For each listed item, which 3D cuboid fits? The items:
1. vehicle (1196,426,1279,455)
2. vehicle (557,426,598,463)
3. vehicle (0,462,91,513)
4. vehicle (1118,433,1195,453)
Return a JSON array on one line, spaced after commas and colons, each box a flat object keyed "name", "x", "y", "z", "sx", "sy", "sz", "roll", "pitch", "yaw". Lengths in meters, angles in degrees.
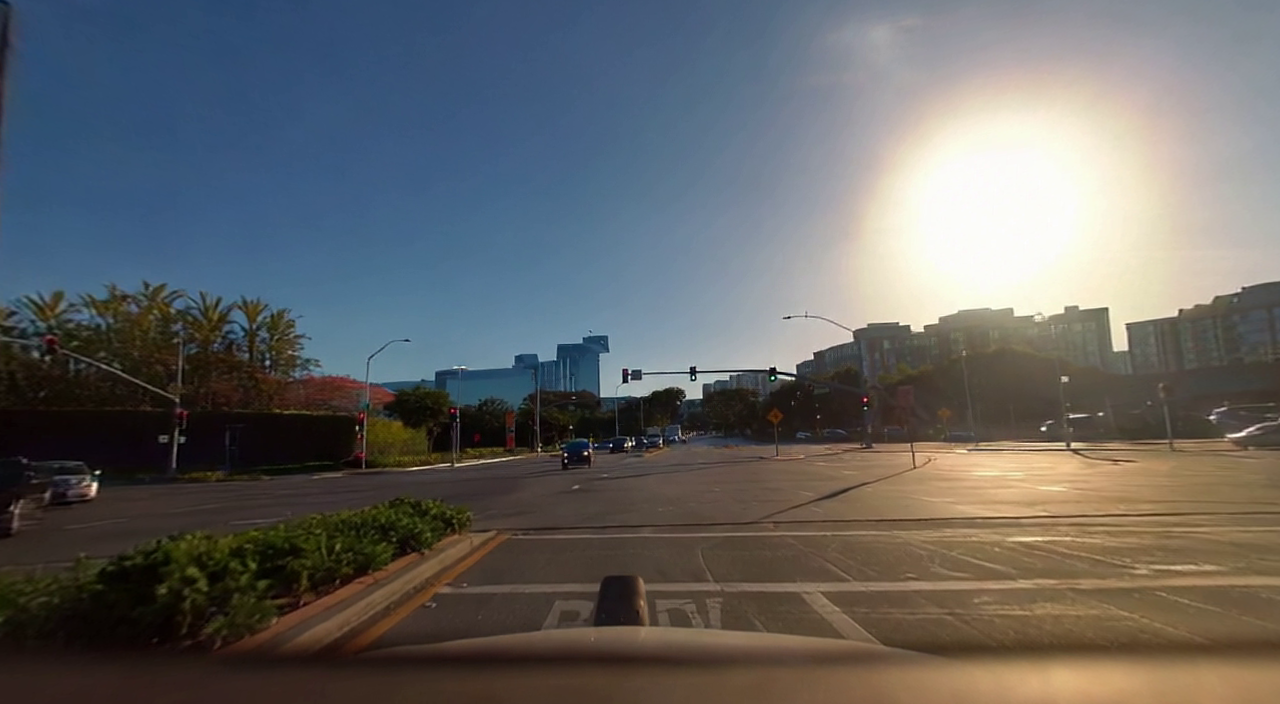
[{"name": "vehicle", "x": 40.097, "y": 5.885, "z": 41.873, "sx": 2.173, "sy": 1.751, "sz": 4.931, "roll": -1, "pitch": -8, "yaw": 5}, {"name": "vehicle", "x": -4.602, "y": 6.953, "z": 47.478, "sx": 2.522, "sy": 2.605, "sz": 6.598, "roll": 0, "pitch": -8, "yaw": -1}, {"name": "vehicle", "x": -24.458, "y": 5.161, "z": 24.311, "sx": 4.706, "sy": 1.734, "sz": 2.253, "roll": -1, "pitch": -8, "yaw": 5}, {"name": "vehicle", "x": 40.478, "y": 7.148, "z": 49.685, "sx": 2.258, "sy": 1.508, "sz": 4.668, "roll": 0, "pitch": -8, "yaw": 2}]
